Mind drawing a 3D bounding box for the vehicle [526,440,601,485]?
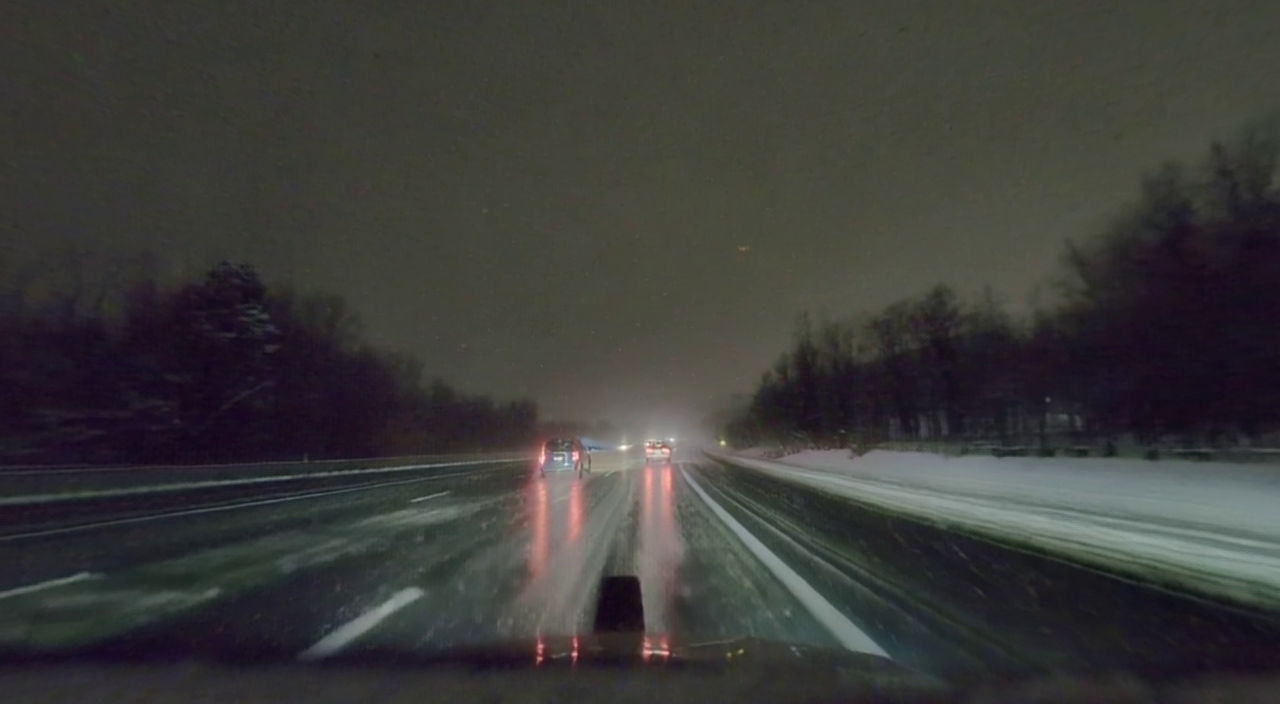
[{"bbox_3d":[-2.857,4.262,24.565,2.129,1.563,4.387,-1,-9,3],"label":"vehicle"}]

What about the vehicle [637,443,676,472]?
[{"bbox_3d":[0.971,6.036,36.182,2.129,1.502,4.321,0,-9,2],"label":"vehicle"}]
